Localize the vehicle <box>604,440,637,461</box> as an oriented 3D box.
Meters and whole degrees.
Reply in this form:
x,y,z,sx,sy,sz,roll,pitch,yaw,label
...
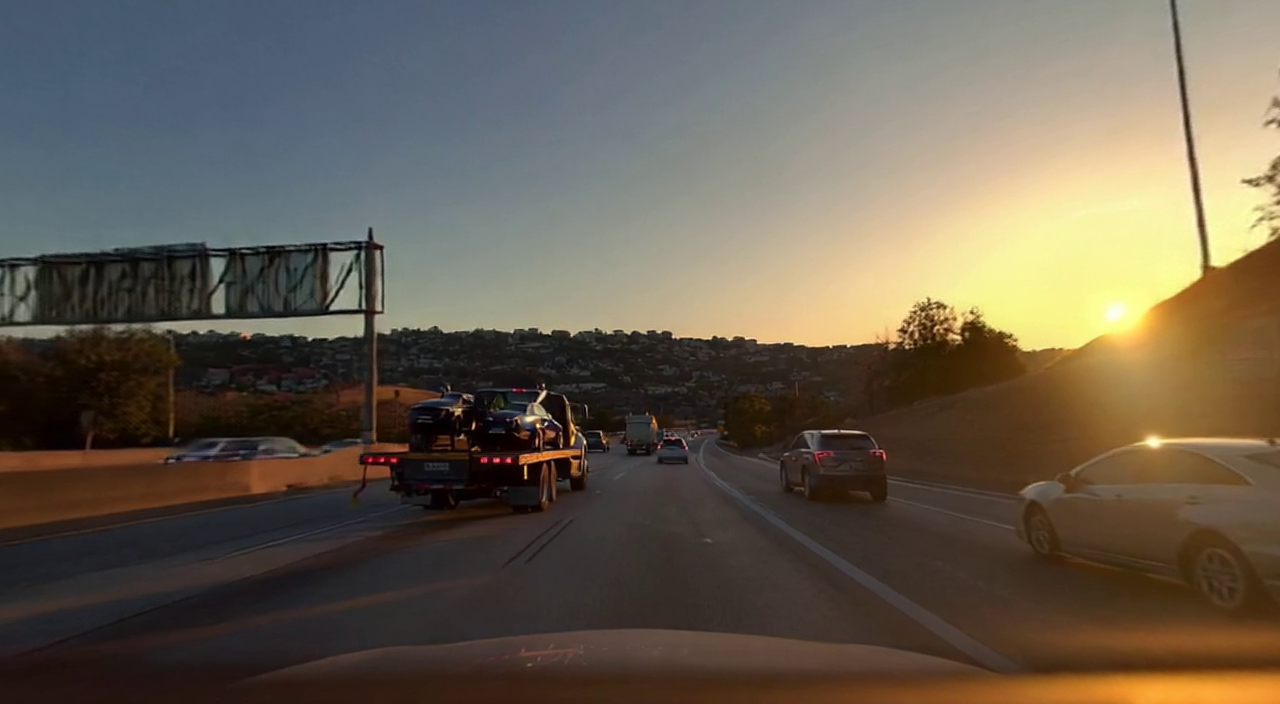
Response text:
x,y,z,sx,sy,sz,roll,pitch,yaw,label
-1.340,7.064,45.348,2.016,1.450,4.310,-1,-8,3,vehicle

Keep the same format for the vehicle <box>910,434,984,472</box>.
x,y,z,sx,sy,sz,roll,pitch,yaw,label
21.545,7.125,44.572,2.433,2.488,4.939,1,-8,-4,vehicle

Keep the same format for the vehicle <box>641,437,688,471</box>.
x,y,z,sx,sy,sz,roll,pitch,yaw,label
1.171,4.820,29.988,2.079,1.499,3.915,0,-8,2,vehicle

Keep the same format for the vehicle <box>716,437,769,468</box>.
x,y,z,sx,sy,sz,roll,pitch,yaw,label
5.515,5.492,34.677,2.075,1.614,4.682,0,-8,-1,vehicle

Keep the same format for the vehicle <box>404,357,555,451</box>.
x,y,z,sx,sy,sz,roll,pitch,yaw,label
-3.168,1.262,13.591,1.893,1.674,4.766,0,-8,2,vehicle

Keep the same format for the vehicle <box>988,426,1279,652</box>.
x,y,z,sx,sy,sz,roll,pitch,yaw,label
5.214,1.392,5.230,2.040,1.481,4.260,0,-8,-3,vehicle

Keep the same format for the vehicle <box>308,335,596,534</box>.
x,y,z,sx,sy,sz,roll,pitch,yaw,label
-3.156,1.959,14.578,3.162,2.955,10.282,0,-8,2,vehicle
